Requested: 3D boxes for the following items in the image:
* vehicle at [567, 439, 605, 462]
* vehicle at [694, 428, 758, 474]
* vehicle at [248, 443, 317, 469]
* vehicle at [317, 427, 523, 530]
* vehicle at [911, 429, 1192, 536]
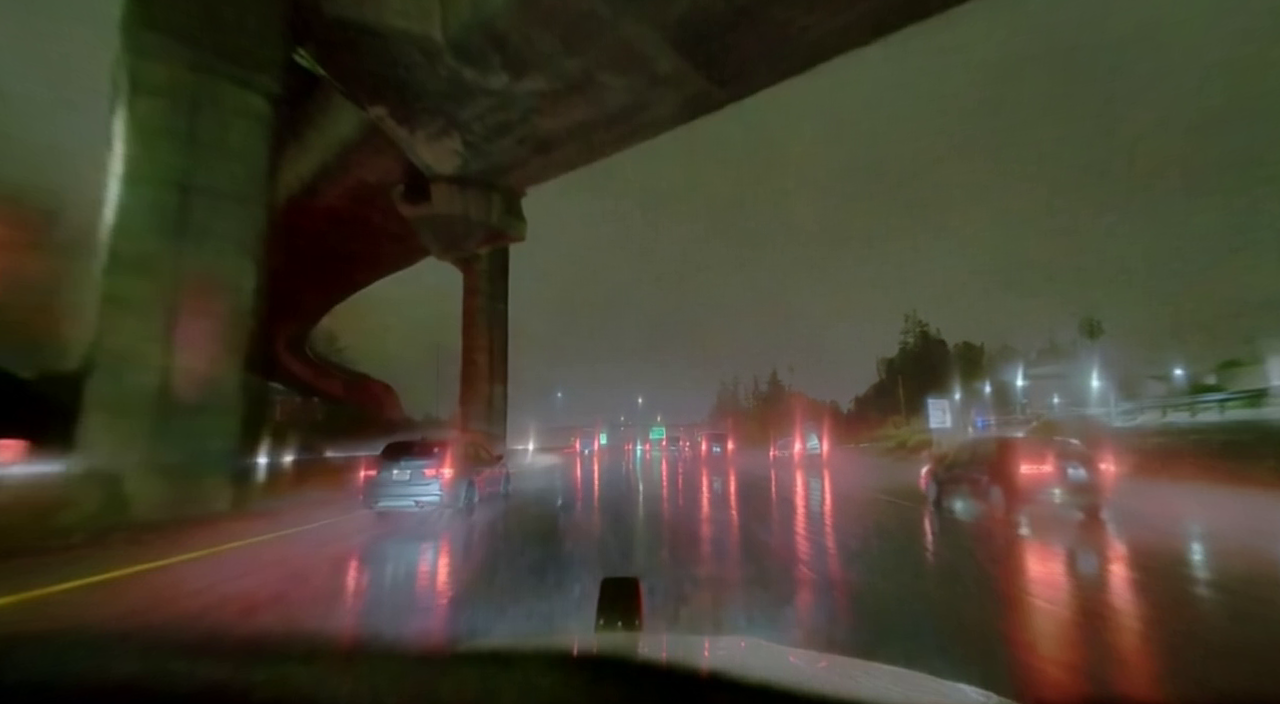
[{"bbox_3d":[-3.544,6.571,42.317,2.047,1.464,4.387,0,-8,1],"label":"vehicle"},{"bbox_3d":[3.523,4.171,26.766,2.072,1.761,4.242,0,-8,-1],"label":"vehicle"},{"bbox_3d":[-22.073,6.421,39.192,1.871,1.458,4.515,1,-8,-4],"label":"vehicle"},{"bbox_3d":[-3.636,2.182,11.562,1.997,1.476,4.703,0,-8,1],"label":"vehicle"},{"bbox_3d":[6.686,2.138,11.014,1.989,1.472,4.322,0,-8,0],"label":"vehicle"}]
